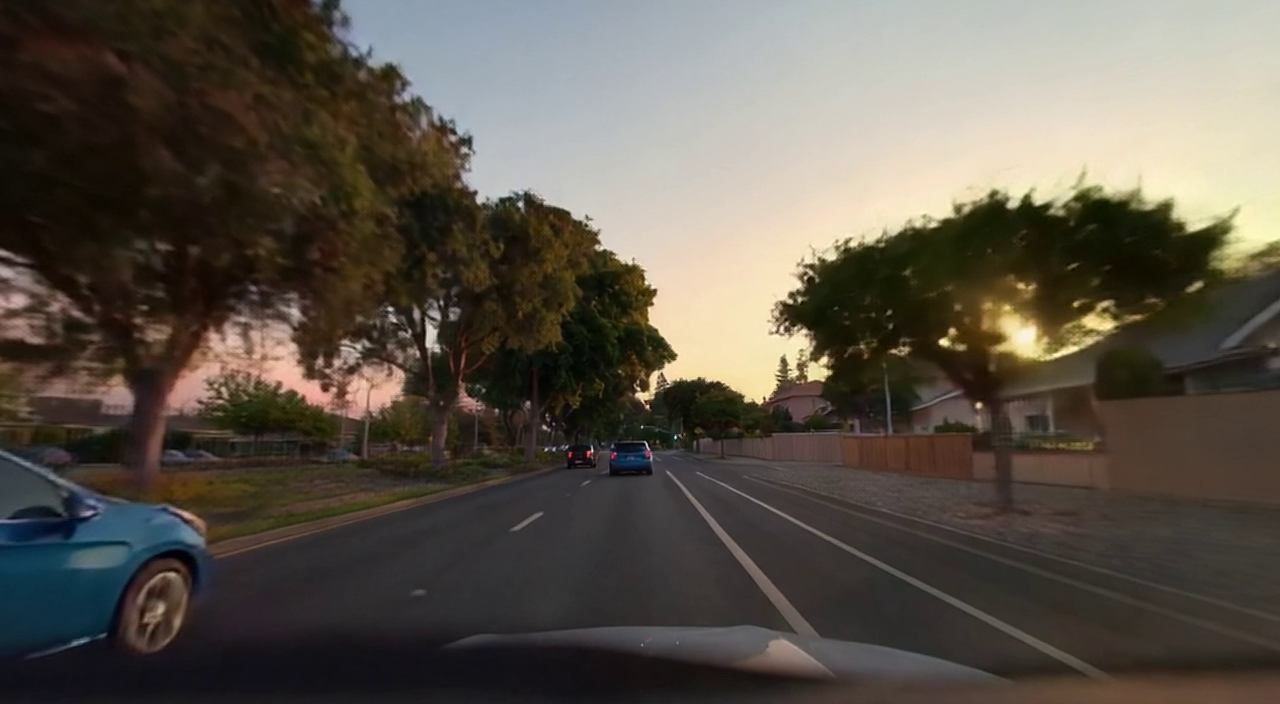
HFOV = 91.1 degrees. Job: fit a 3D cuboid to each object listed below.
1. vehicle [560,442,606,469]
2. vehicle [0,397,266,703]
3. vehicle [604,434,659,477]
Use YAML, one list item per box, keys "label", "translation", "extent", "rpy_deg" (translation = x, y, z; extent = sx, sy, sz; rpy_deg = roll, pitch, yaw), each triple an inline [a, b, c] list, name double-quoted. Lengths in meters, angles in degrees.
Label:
- label: "vehicle"
  translation: [-3.128, 5.776, 35.231]
  extent: [2.032, 1.433, 4.458]
  rpy_deg: [0, -8, 2]
- label: "vehicle"
  translation: [-3.735, 0.820, 1.877]
  extent: [2.105, 1.469, 4.978]
  rpy_deg: [0, -8, 1]
- label: "vehicle"
  translation: [-0.343, 4.495, 27.513]
  extent: [2.220, 1.742, 4.047]
  rpy_deg: [0, -8, 0]
